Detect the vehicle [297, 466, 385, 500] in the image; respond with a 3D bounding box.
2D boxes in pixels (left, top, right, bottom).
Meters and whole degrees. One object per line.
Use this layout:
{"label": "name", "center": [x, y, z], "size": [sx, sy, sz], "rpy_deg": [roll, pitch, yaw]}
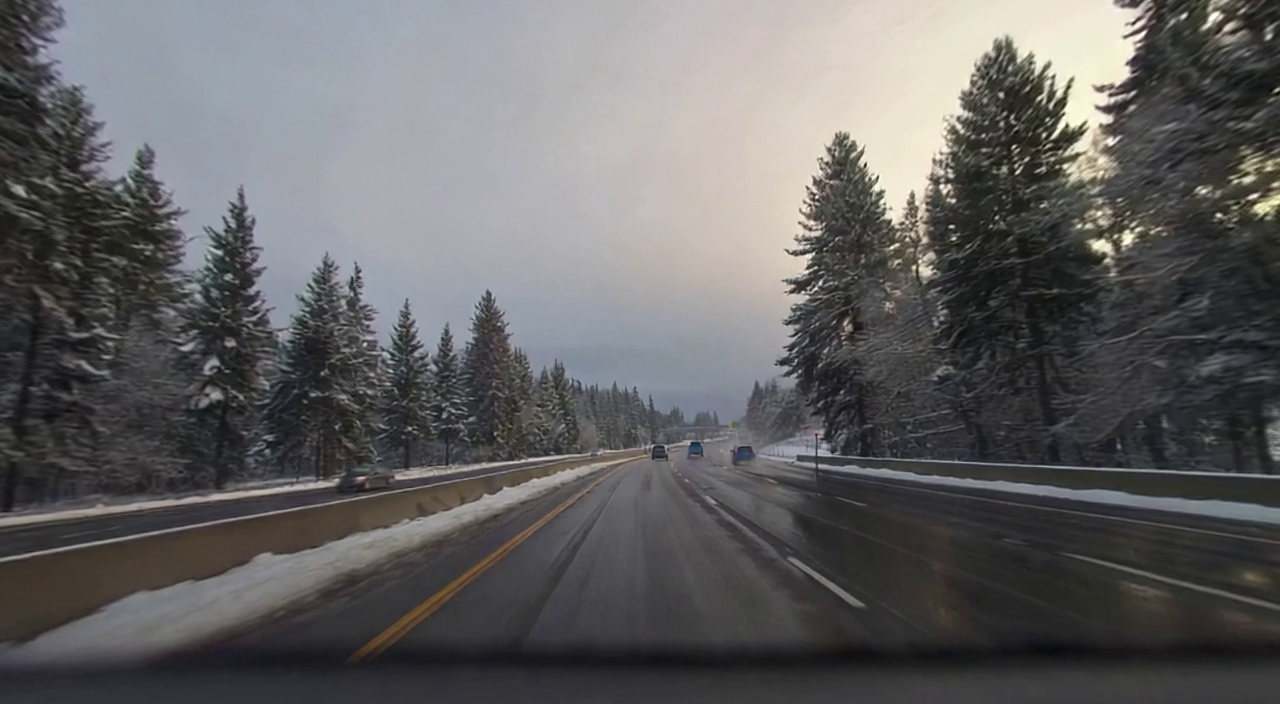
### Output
{"label": "vehicle", "center": [-15.120, 6.637, 32.212], "size": [2.080, 1.464, 4.772], "rpy_deg": [-1, -9, 2]}
